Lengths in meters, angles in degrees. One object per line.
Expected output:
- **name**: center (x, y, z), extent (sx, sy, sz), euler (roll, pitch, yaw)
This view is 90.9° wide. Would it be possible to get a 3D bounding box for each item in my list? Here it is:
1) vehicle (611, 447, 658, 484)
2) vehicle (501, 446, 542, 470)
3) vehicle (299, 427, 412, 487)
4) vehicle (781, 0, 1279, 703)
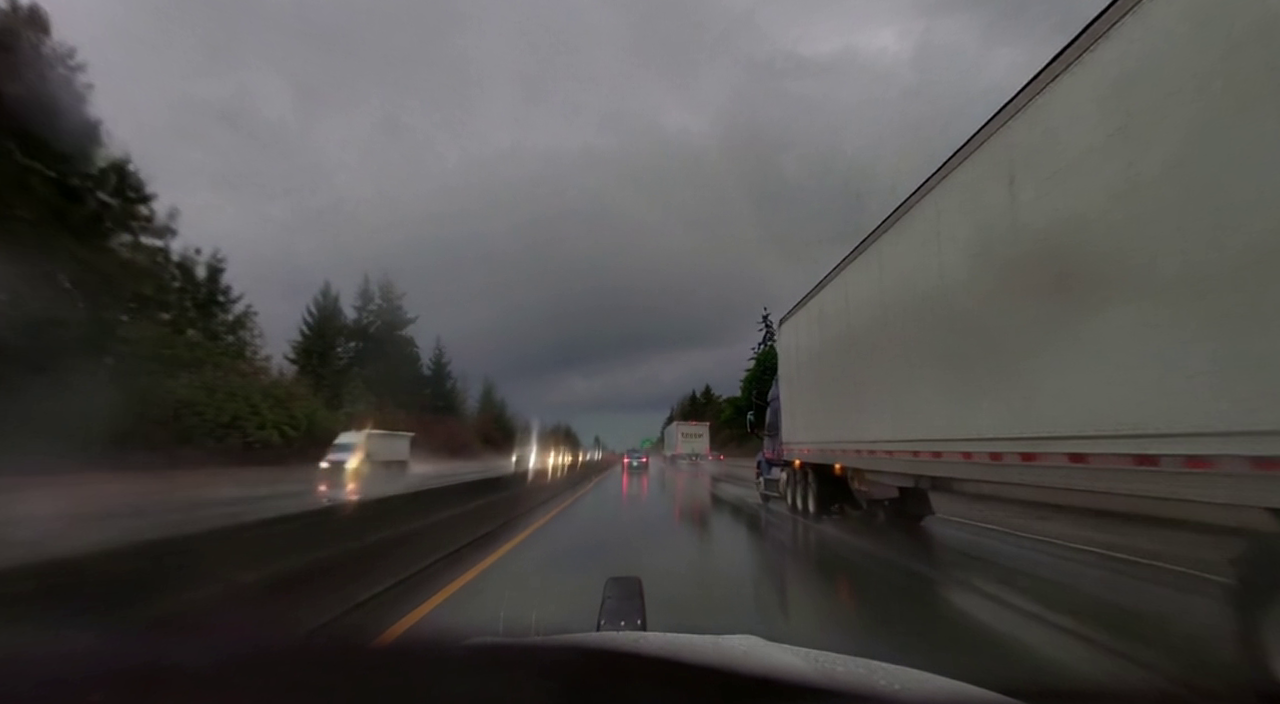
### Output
- **vehicle**: center (-0.223, 4.883, 27.412), extent (1.939, 1.495, 3.612), euler (0, -9, 0)
- **vehicle**: center (-8.281, 7.454, 44.422), extent (2.034, 1.621, 4.525), euler (0, -9, 0)
- **vehicle**: center (-13.239, 4.966, 30.012), extent (2.255, 2.511, 6.577), euler (0, -9, 0)
- **vehicle**: center (4.619, 0.313, 6.647), extent (2.842, 4.060, 13.939), euler (0, -9, -1)
